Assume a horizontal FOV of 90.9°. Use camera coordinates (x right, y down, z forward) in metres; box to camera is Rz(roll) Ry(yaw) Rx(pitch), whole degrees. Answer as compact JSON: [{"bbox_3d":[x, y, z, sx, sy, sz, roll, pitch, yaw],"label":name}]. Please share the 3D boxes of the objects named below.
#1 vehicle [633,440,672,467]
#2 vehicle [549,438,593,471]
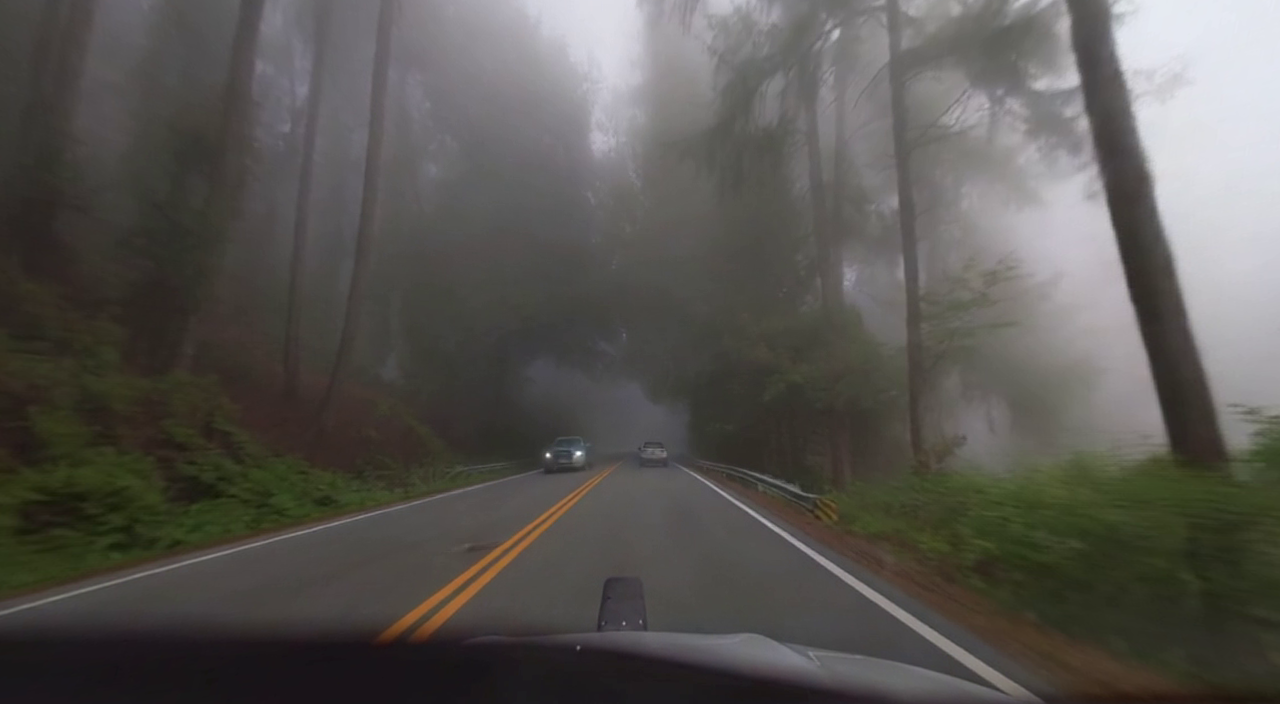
[{"bbox_3d":[0.686,5.937,37.220,2.120,1.491,4.349,0,-8,-1],"label":"vehicle"},{"bbox_3d":[-3.733,5.577,34.755,1.953,1.676,4.508,0,-8,0],"label":"vehicle"}]
